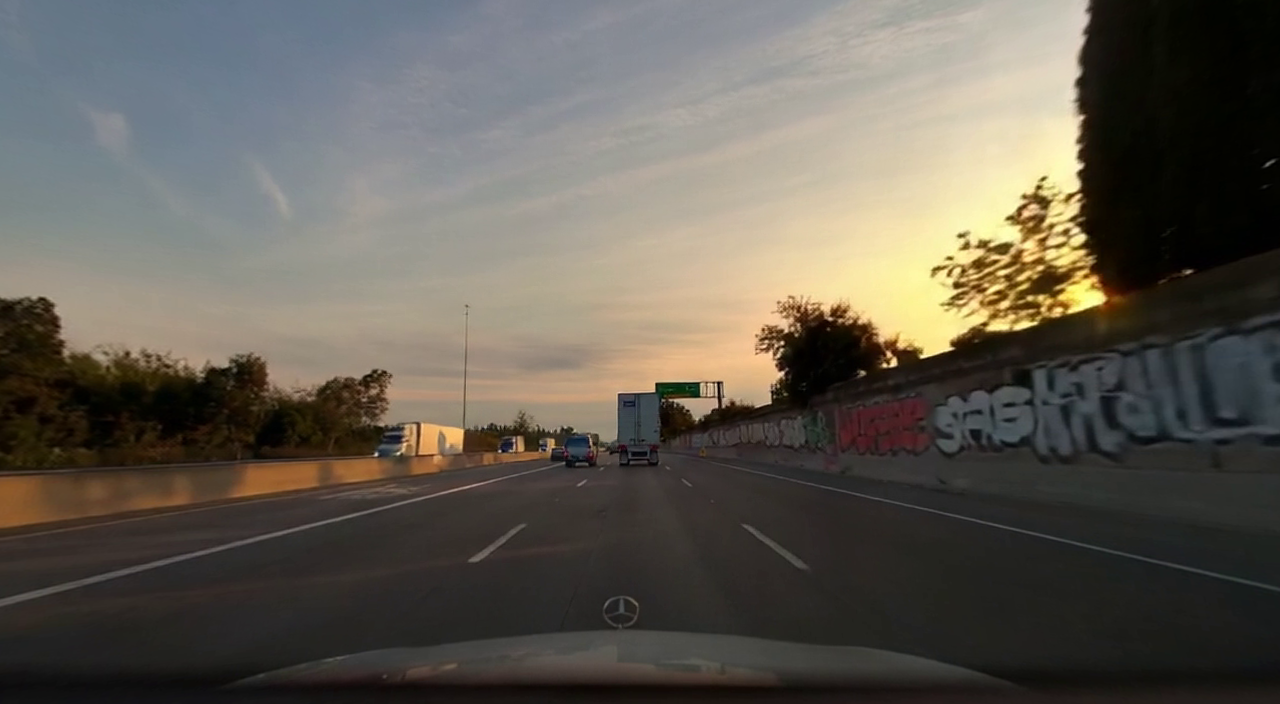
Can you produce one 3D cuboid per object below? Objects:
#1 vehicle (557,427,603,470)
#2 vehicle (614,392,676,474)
[{"bbox_3d":[-3.538,5.865,38.006,2.278,2.369,5.249,0,-9,0],"label":"vehicle"},{"bbox_3d":[0.161,4.825,36.420,3.042,4.023,10.832,0,-9,-1],"label":"vehicle"}]
